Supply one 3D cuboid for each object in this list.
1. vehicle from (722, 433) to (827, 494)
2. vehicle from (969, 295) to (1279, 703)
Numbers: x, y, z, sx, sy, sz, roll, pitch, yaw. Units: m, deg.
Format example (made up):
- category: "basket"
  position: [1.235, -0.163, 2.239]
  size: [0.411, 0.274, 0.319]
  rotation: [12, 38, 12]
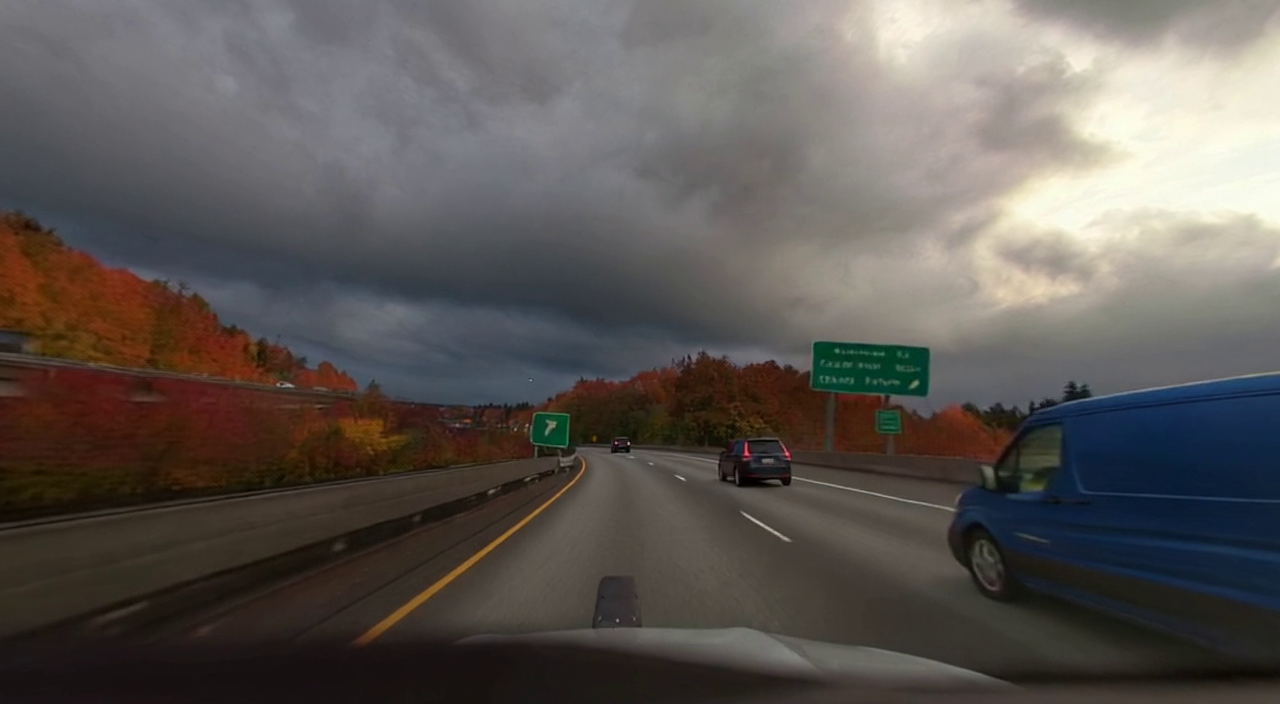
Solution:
- category: "vehicle"
  position: [3.732, 3.187, 18.225]
  size: [1.952, 1.536, 4.036]
  rotation: [0, -9, -3]
- category: "vehicle"
  position: [3.934, 0.697, 2.670]
  size: [2.205, 1.923, 4.956]
  rotation: [0, -9, -2]
